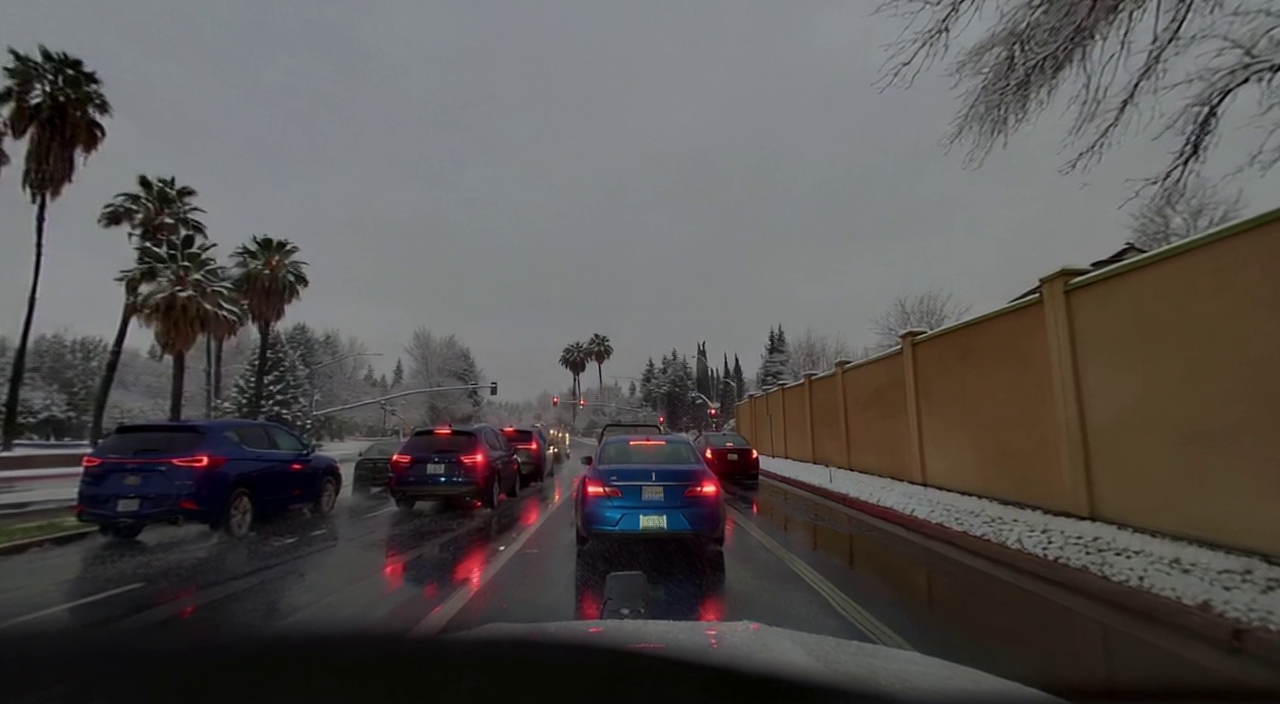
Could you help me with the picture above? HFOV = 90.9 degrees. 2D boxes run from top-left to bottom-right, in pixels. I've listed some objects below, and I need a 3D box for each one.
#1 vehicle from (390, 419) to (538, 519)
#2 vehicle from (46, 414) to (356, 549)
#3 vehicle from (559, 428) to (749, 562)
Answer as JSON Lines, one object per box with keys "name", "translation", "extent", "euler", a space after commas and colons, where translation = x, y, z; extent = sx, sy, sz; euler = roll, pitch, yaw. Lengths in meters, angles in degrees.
{"name": "vehicle", "translation": [-3.450, 2.380, 13.298], "extent": [2.007, 1.746, 4.136], "euler": [0, -8, -2]}
{"name": "vehicle", "translation": [-6.684, 2.001, 10.422], "extent": [1.963, 1.721, 4.467], "euler": [0, -8, -2]}
{"name": "vehicle", "translation": [0.072, 1.924, 9.267], "extent": [2.128, 1.473, 4.272], "euler": [0, -8, -2]}
